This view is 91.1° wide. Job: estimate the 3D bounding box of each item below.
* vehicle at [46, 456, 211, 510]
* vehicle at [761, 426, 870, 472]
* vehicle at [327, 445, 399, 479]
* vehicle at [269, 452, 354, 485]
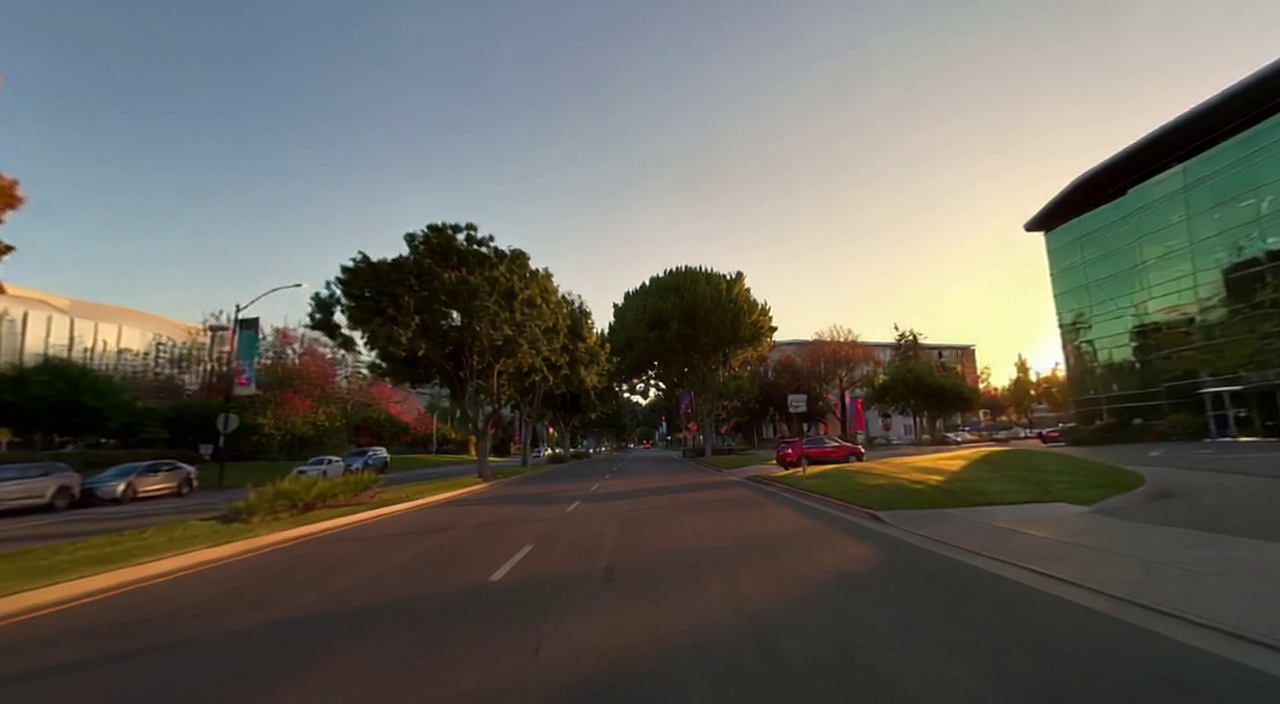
[{"bbox_3d":[-17.480,4.455,21.811,2.020,1.471,4.419,-3,-9,0],"label":"vehicle"},{"bbox_3d":[8.879,4.965,32.132,4.716,1.672,2.330,-7,-8,-1],"label":"vehicle"},{"bbox_3d":[-17.127,6.774,39.123,2.301,1.821,4.731,-4,-8,1],"label":"vehicle"},{"bbox_3d":[-17.308,6.139,33.386,1.873,1.544,4.794,0,-8,1],"label":"vehicle"}]
